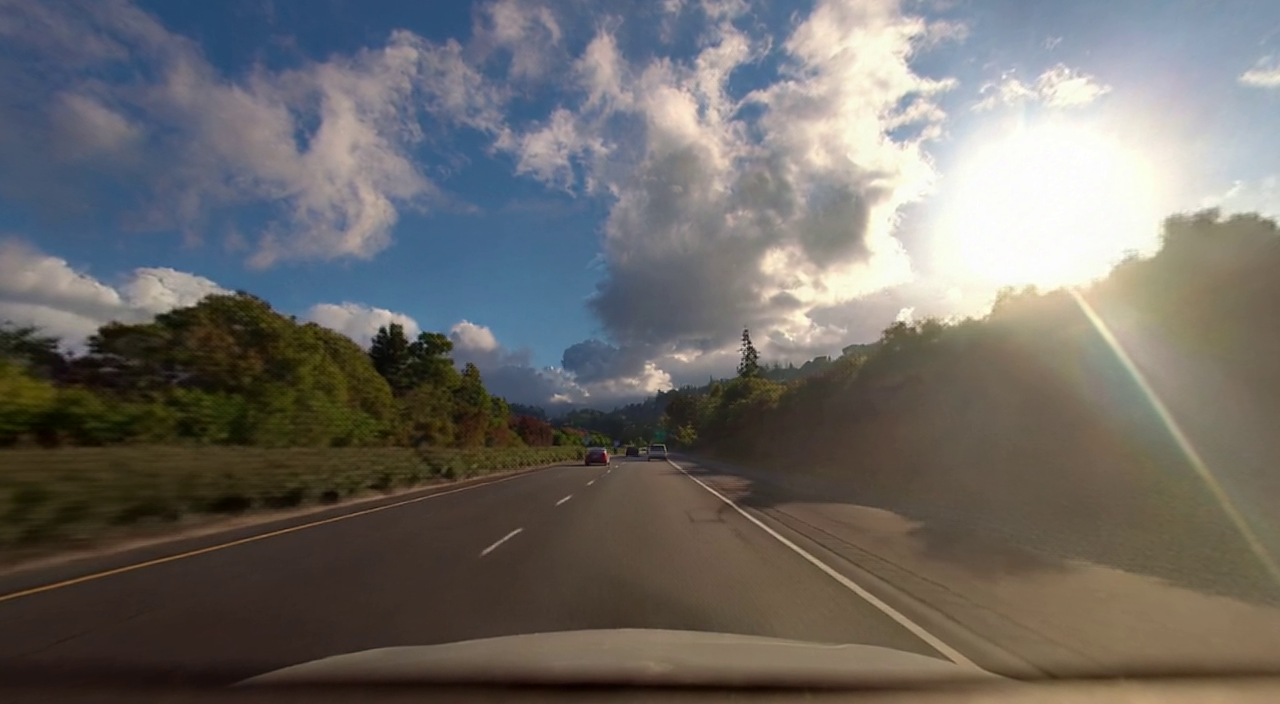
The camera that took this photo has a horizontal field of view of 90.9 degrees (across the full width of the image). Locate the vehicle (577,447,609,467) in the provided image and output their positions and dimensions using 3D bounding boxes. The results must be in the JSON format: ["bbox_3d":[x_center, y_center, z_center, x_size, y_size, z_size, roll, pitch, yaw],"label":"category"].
[{"bbox_3d":[-3.558,8.010,48.243,2.033,1.449,3.957,0,-9,1],"label":"vehicle"}]
